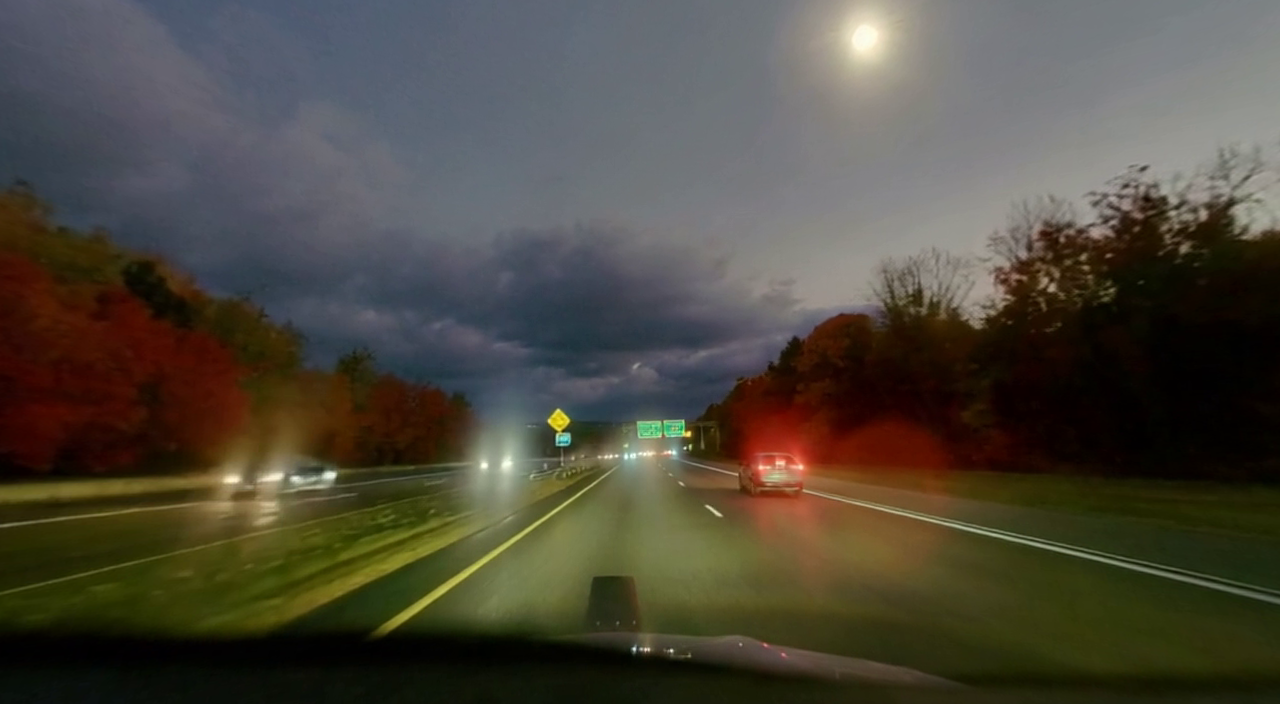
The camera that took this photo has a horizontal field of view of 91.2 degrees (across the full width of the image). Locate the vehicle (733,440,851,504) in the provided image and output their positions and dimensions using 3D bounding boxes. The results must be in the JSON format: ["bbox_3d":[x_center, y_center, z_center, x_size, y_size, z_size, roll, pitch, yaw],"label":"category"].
[{"bbox_3d":[4.059,3.294,17.680,2.070,1.546,4.648,0,-9,-1],"label":"vehicle"}]

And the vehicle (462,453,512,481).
[{"bbox_3d":[-8.892,6.676,36.670,1.882,1.511,3.945,0,-9,0],"label":"vehicle"}]

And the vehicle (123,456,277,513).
[{"bbox_3d":[-13.294,3.984,19.283,1.850,1.486,3.952,0,-9,0],"label":"vehicle"}]
